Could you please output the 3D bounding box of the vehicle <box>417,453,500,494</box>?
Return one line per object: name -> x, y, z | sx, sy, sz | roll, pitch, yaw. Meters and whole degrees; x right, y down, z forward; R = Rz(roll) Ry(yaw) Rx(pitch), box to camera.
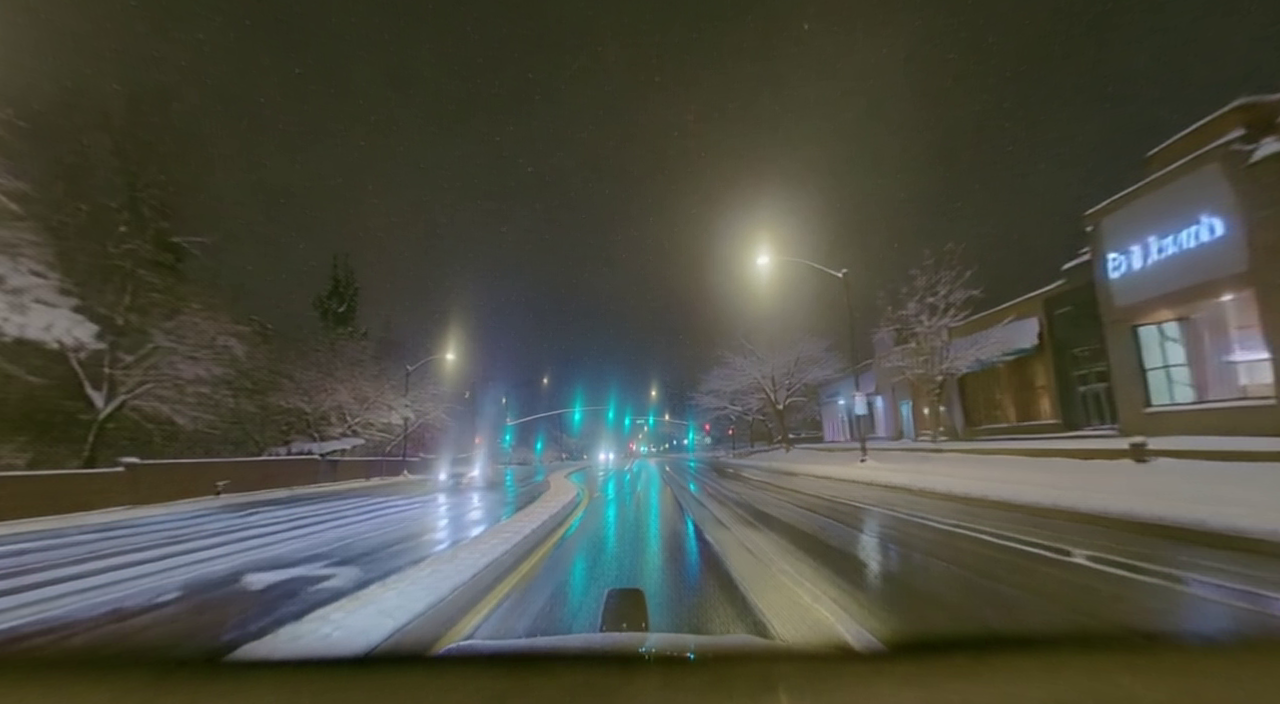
vehicle -> -7.194, 4.856, 25.536 | 1.954, 1.451, 4.536 | 0, -8, 1
